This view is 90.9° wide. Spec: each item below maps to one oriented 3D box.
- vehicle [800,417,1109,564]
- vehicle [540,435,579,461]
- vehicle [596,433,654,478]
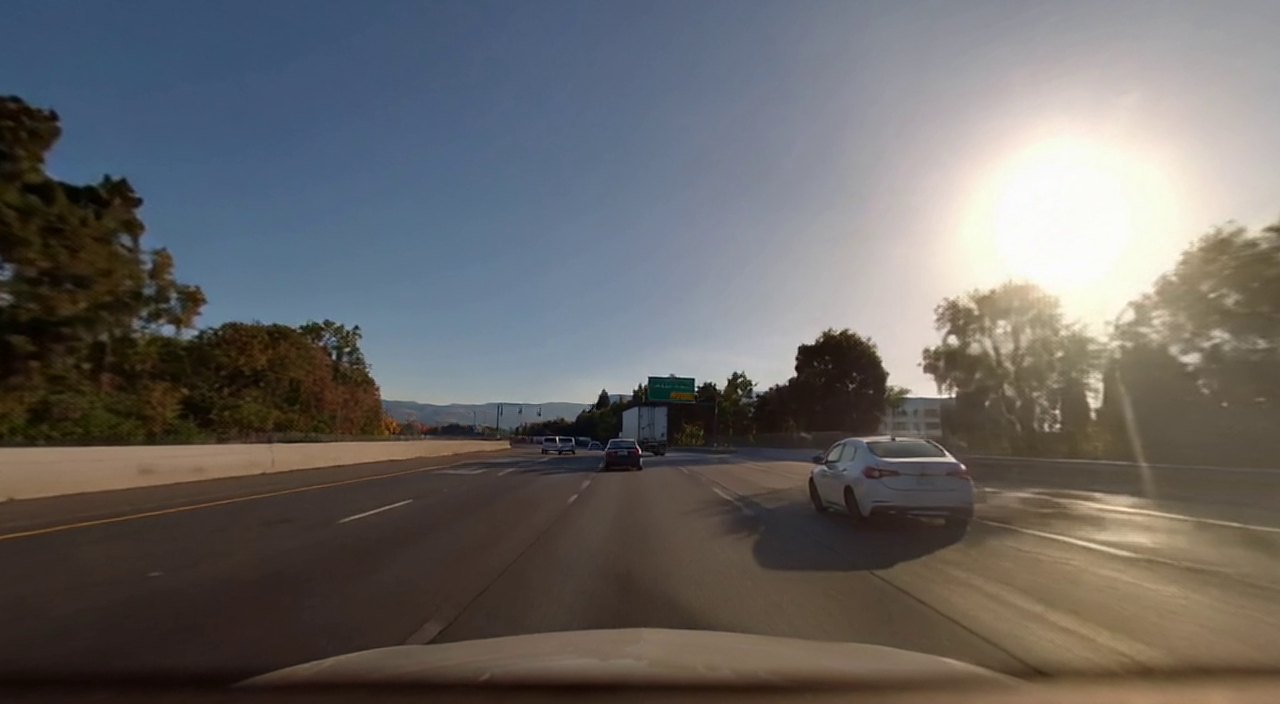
[{"bbox_3d":[3.772,1.738,8.648,1.971,1.472,4.301,0,-9,-1],"label":"vehicle"},{"bbox_3d":[-4.914,5.928,39.014,2.072,1.512,4.043,0,-9,-2],"label":"vehicle"},{"bbox_3d":[-0.572,3.857,23.751,2.020,1.516,3.951,0,-9,-2],"label":"vehicle"}]
